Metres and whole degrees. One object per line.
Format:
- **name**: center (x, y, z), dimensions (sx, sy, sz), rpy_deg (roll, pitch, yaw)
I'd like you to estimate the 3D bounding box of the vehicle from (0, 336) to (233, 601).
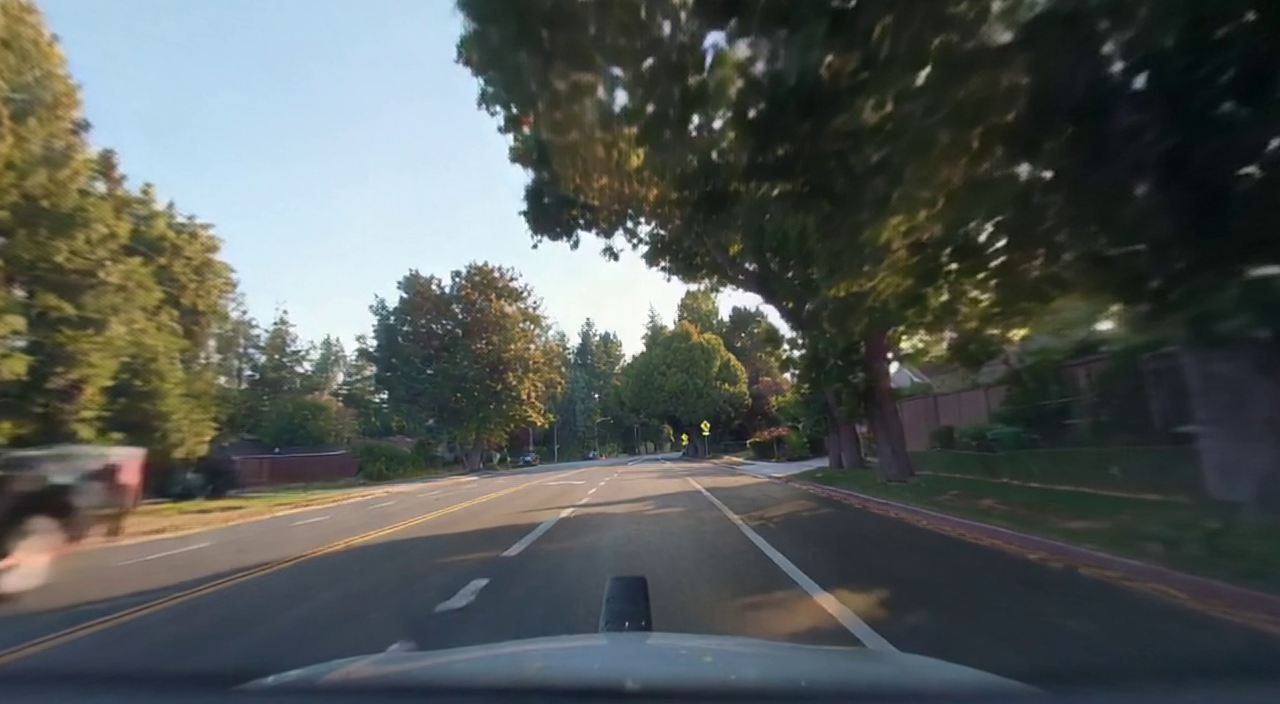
- **vehicle**: center (-9.052, 1.378, 7.451), dimensions (2.757, 3.141, 8.316), rpy_deg (0, -8, 1)
